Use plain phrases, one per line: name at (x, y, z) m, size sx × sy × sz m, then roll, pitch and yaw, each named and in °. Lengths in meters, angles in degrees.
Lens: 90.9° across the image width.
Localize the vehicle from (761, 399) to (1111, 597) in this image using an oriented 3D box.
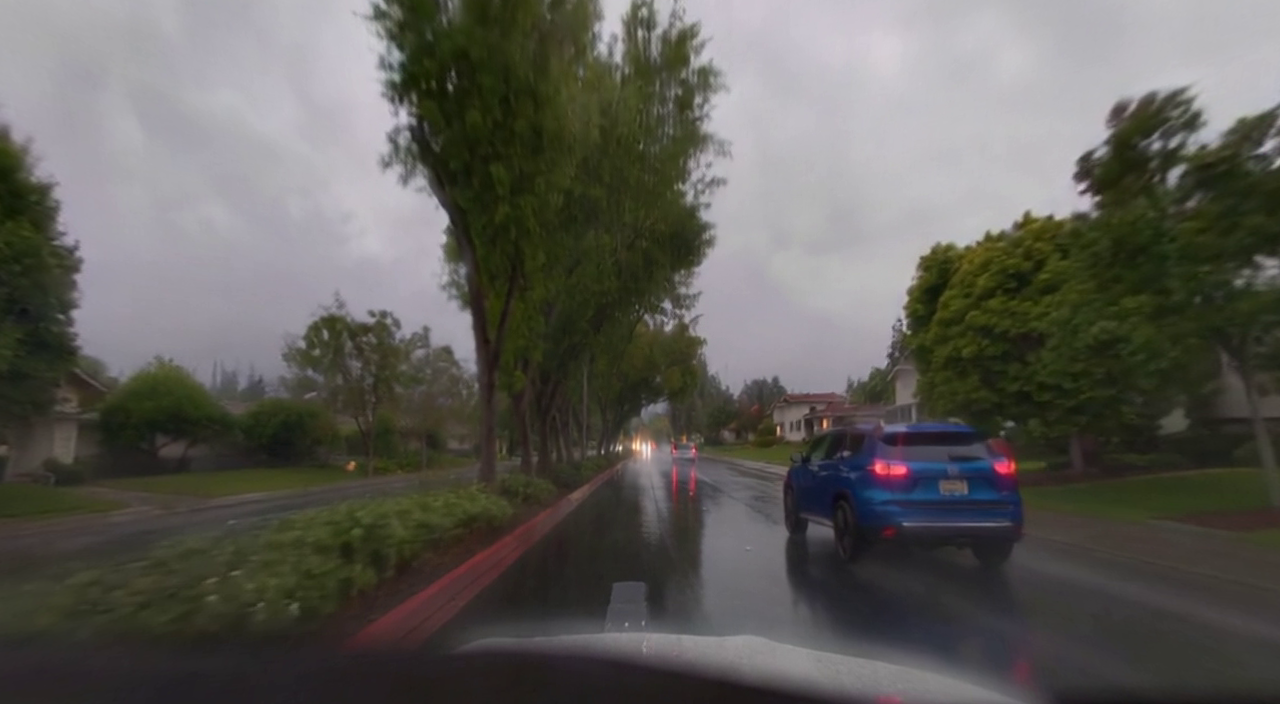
vehicle at (3.120, 1.666, 8.077) m, size 2.180 × 1.773 × 4.639 m, roll 0°, pitch -9°, yaw 0°
